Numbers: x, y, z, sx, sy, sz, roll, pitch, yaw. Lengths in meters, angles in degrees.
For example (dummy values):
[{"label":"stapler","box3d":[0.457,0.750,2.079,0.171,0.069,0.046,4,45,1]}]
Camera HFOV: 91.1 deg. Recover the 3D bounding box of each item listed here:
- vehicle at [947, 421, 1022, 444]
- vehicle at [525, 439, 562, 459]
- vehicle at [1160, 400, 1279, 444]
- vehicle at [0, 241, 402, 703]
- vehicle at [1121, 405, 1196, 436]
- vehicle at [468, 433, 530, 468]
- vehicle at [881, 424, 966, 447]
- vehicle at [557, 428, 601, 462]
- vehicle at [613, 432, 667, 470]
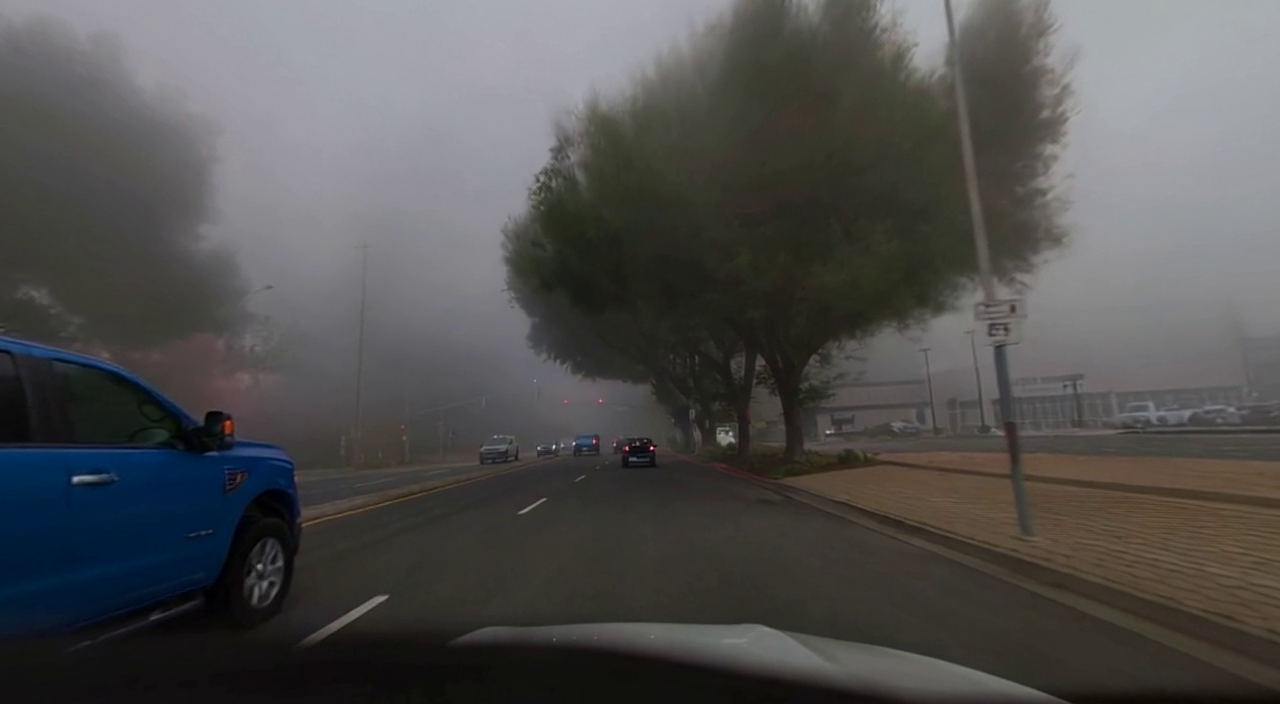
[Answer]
[{"label":"vehicle","box3d":[25.031,5.896,45.682,4.588,1.555,1.939,-6,-10,30]},{"label":"vehicle","box3d":[-7.438,7.519,48.688,2.065,1.495,4.481,0,-8,1]},{"label":"vehicle","box3d":[23.913,2.859,25.413,4.074,1.493,1.981,-9,-11,33]},{"label":"vehicle","box3d":[-3.564,0.647,2.204,2.552,2.079,6.810,0,-8,2]},{"label":"vehicle","box3d":[35.060,4.703,42.420,4.805,1.911,2.234,5,-10,-31]},{"label":"vehicle","box3d":[-7.789,5.494,35.326,2.146,1.788,5.153,0,-8,2]},{"label":"vehicle","box3d":[19.311,5.732,42.782,5.025,1.475,1.956,-5,-9,29]},{"label":"vehicle","box3d":[-3.753,5.820,39.364,2.243,1.976,4.514,0,-8,1]},{"label":"vehicle","box3d":[-0.028,4.383,27.987,2.191,1.530,4.470,0,-8,-1]}]
